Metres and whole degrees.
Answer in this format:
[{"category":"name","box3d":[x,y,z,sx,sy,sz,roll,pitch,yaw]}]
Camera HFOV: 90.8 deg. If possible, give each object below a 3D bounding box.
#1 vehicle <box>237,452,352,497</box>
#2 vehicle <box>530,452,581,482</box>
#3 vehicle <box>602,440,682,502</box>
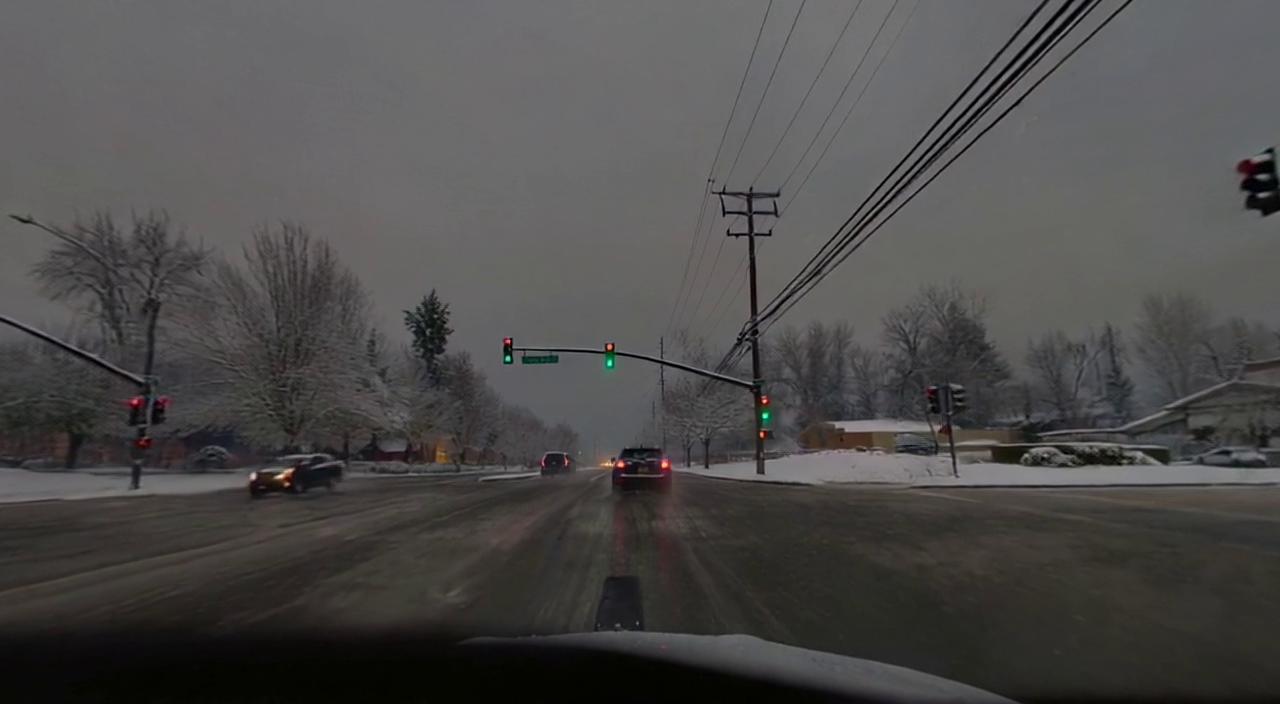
[{"category":"vehicle","box3d":[-13.756,4.869,25.532,2.025,1.571,4.636,0,-9,0]},{"category":"vehicle","box3d":[-4.465,6.155,34.005,2.153,1.474,4.284,0,-9,0]},{"category":"vehicle","box3d":[0.018,3.497,18.929,2.156,1.636,3.923,0,-9,-1]}]
